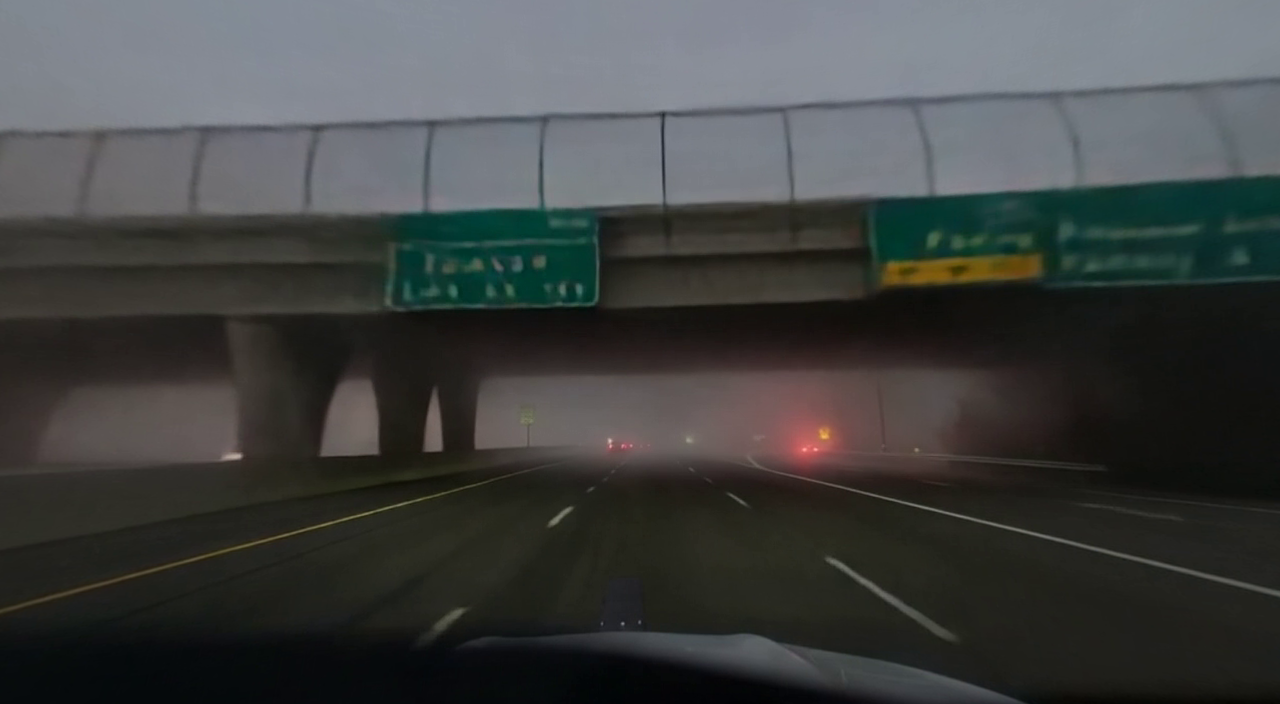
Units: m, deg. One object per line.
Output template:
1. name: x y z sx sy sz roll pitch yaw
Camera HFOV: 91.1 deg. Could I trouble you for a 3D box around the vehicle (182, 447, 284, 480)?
1. vehicle: -20.420 5.566 31.761 1.913 1.511 4.746 0 -8 1
